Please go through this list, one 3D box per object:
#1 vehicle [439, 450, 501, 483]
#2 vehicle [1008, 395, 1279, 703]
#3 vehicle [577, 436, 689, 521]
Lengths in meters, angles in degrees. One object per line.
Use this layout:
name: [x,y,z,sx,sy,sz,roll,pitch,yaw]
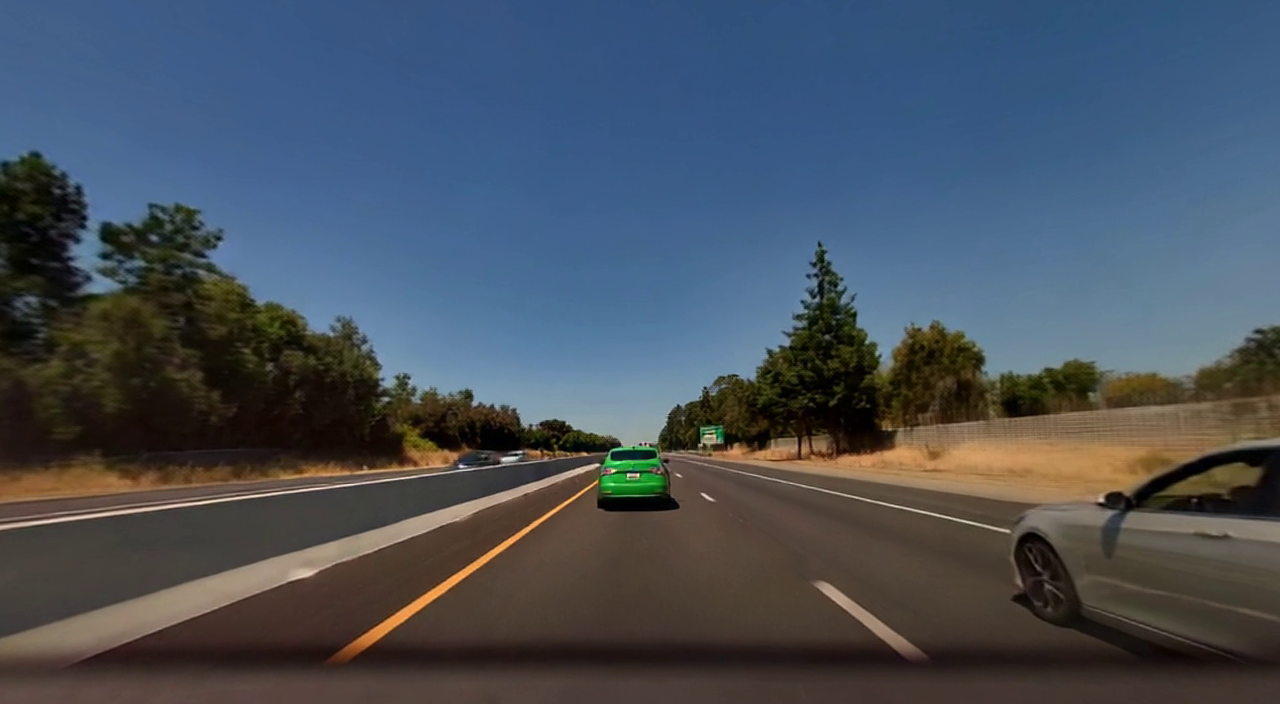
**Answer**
vehicle: [-8.787,5.929,32.709,1.913,1.557,4.185,-1,-9,3]
vehicle: [3.804,0.928,2.549,2.021,1.533,4.014,0,-9,-2]
vehicle: [-0.163,2.698,13.911,2.083,1.548,4.251,0,-9,-1]
